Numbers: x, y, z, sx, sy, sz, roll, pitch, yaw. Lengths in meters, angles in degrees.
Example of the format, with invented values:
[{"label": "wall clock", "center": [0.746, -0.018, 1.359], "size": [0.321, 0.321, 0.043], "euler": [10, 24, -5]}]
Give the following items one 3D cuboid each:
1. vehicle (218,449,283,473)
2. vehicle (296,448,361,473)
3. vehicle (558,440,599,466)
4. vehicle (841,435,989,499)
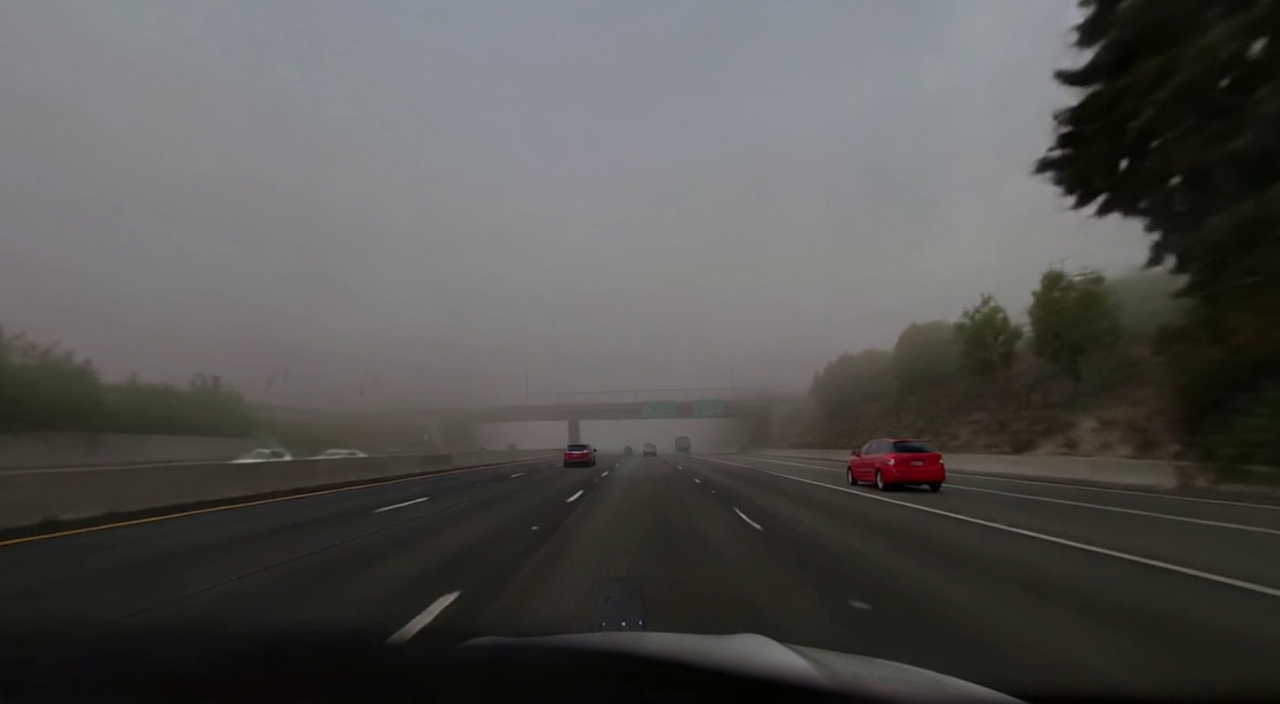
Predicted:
[{"label": "vehicle", "center": [-28.255, 7.887, 45.892], "size": [1.847, 1.645, 4.418], "euler": [0, -8, 1]}, {"label": "vehicle", "center": [-20.964, 7.298, 42.725], "size": [1.927, 1.515, 4.771], "euler": [0, -8, 0]}, {"label": "vehicle", "center": [-3.805, 6.376, 39.860], "size": [2.085, 1.533, 4.861], "euler": [0, -8, 1]}, {"label": "vehicle", "center": [7.158, 3.024, 17.042], "size": [1.914, 1.465, 4.574], "euler": [0, -8, 0]}]
